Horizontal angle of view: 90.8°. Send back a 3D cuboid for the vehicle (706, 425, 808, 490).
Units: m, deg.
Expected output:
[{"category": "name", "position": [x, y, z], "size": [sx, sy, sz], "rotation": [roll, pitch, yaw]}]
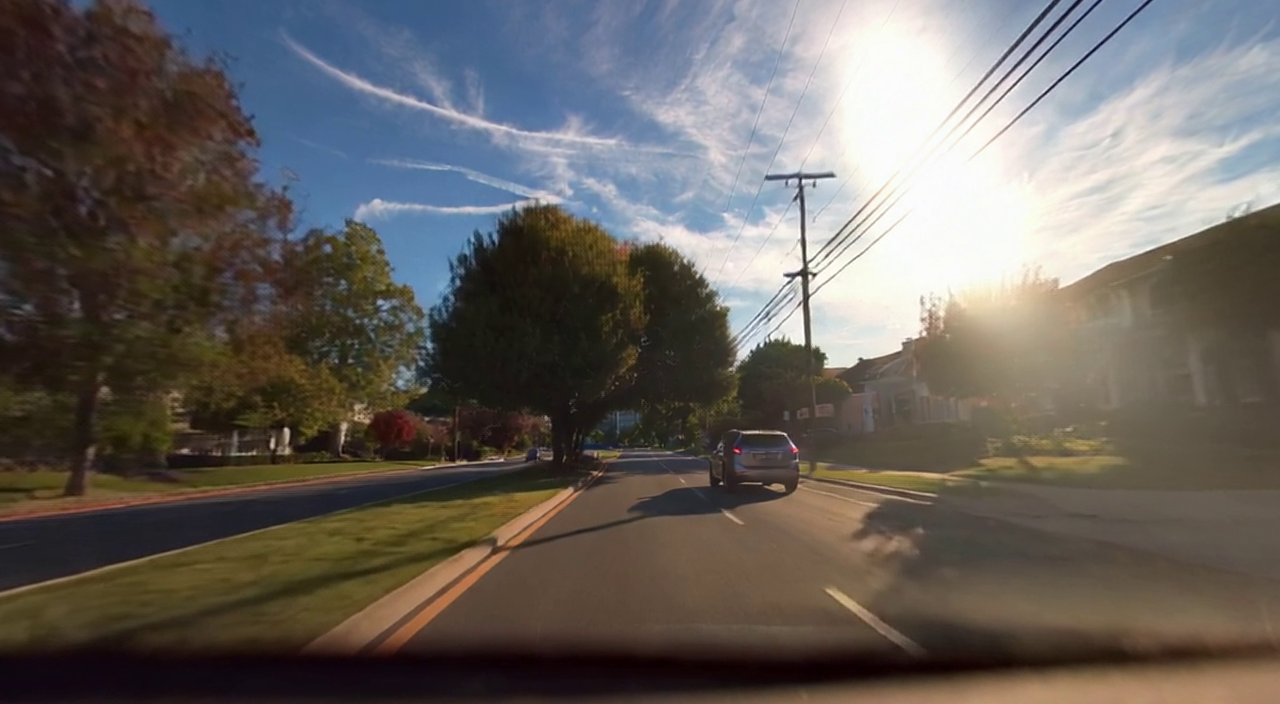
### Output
[{"category": "vehicle", "position": [3.533, 3.319, 20.115], "size": [2.193, 1.777, 4.772], "rotation": [0, -8, -2]}]
